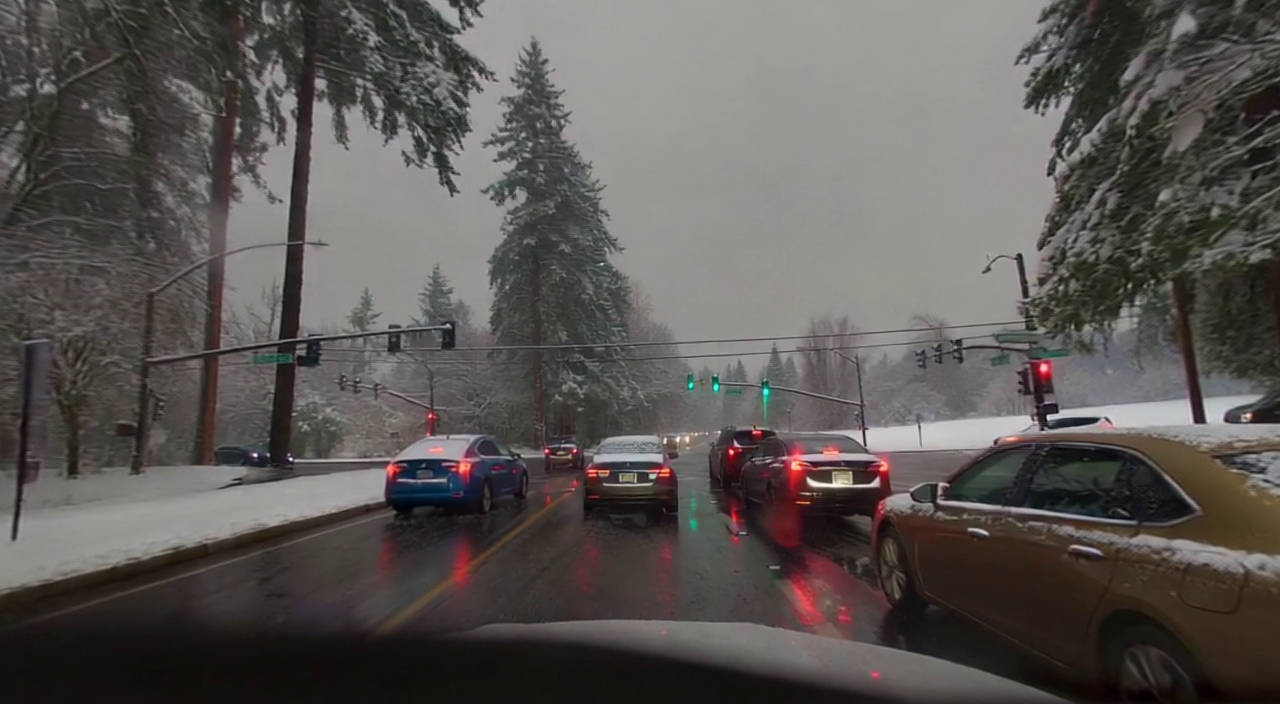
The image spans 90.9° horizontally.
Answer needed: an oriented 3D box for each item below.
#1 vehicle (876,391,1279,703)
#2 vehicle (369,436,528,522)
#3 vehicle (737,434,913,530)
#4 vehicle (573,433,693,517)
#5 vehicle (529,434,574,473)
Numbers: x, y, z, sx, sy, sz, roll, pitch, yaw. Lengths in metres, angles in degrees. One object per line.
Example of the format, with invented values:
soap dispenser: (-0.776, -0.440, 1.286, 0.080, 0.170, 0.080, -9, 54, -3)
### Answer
vehicle: (3.133, 1.098, 3.630, 1.903, 1.480, 4.270, 0, -8, 0)
vehicle: (-3.763, 2.556, 13.321, 1.935, 1.482, 4.433, 0, -8, 0)
vehicle: (3.175, 2.292, 11.895, 1.975, 1.460, 4.357, 0, -8, 0)
vehicle: (-0.131, 2.494, 13.284, 2.147, 1.479, 3.803, 0, -8, 0)
vehicle: (-4.266, 4.816, 30.208, 1.961, 1.714, 4.268, 1, -8, -8)
